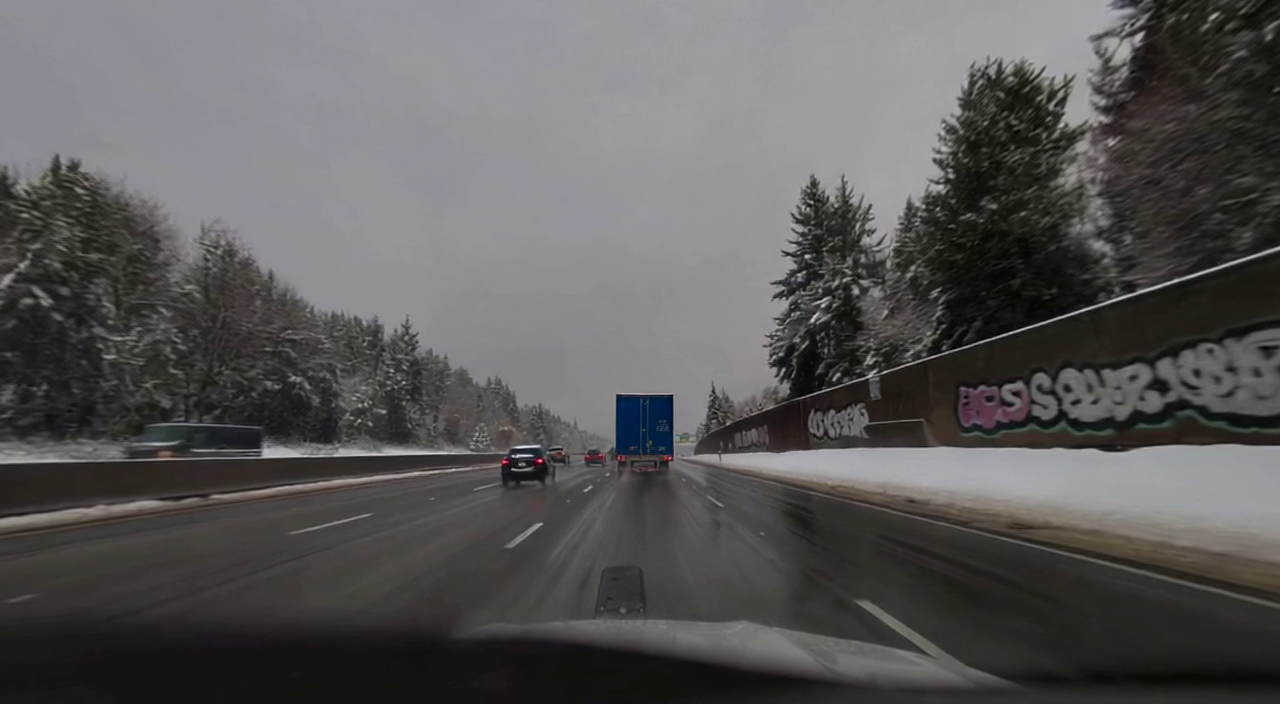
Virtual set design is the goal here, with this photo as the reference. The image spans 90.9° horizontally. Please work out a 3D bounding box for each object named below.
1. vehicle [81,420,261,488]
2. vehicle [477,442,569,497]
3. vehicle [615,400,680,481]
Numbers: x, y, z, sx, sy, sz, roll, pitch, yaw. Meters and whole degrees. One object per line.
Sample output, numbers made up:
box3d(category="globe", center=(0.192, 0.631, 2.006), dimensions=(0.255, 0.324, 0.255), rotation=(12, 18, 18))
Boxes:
box3d(category="vehicle", center=(-17.789, 3.950, 24.520), dimensions=(2.348, 2.266, 6.059), rotation=(0, -9, -1))
box3d(category="vehicle", center=(-3.468, 3.580, 19.541), dimensions=(2.020, 1.505, 4.171), rotation=(0, -9, 1))
box3d(category="vehicle", center=(0.220, 4.792, 33.677), dimensions=(2.915, 3.661, 9.741), rotation=(0, -9, -1))
